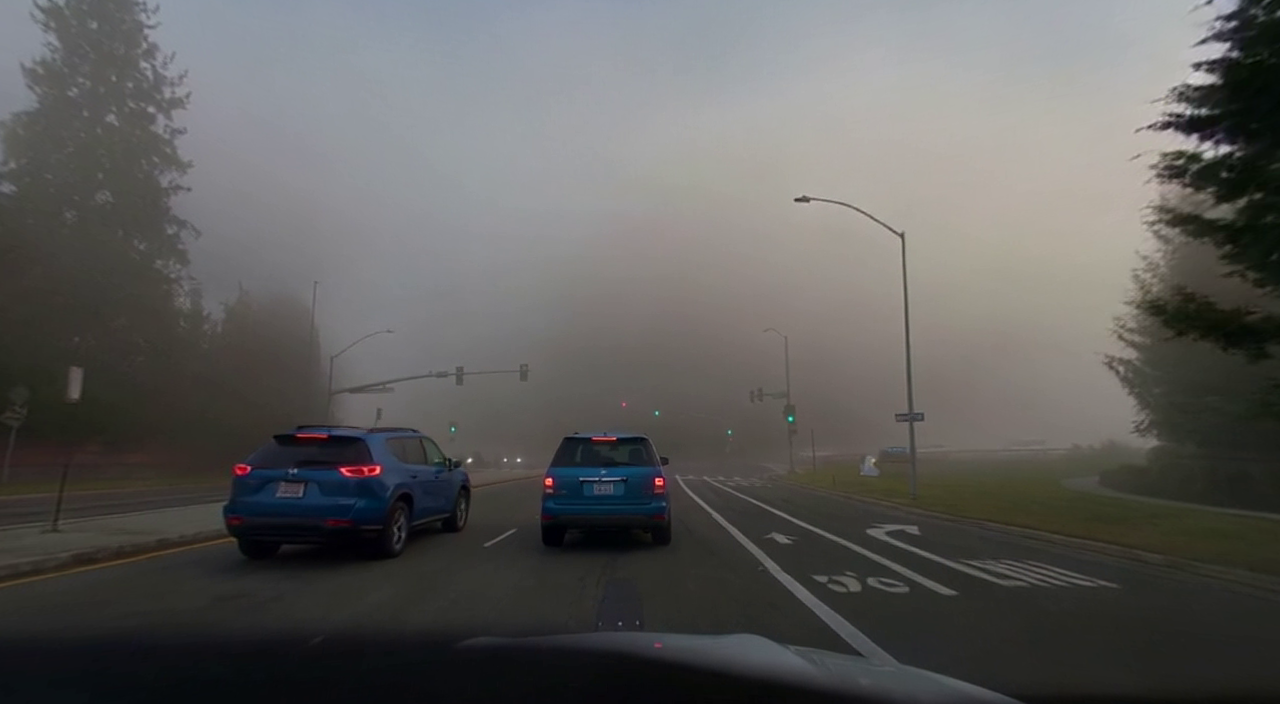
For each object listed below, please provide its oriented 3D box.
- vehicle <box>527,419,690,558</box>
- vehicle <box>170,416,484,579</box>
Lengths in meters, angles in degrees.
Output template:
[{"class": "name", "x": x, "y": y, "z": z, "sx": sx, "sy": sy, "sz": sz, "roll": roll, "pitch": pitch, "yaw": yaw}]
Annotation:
[{"class": "vehicle", "x": -0.367, "y": 2.170, "z": 10.860, "sx": 2.131, "sy": 1.793, "sz": 5.016, "roll": 0, "pitch": -9, "yaw": 1}, {"class": "vehicle", "x": -3.849, "y": 1.864, "z": 8.919, "sx": 2.009, "sy": 1.673, "sz": 4.454, "roll": 0, "pitch": -9, "yaw": 2}]
